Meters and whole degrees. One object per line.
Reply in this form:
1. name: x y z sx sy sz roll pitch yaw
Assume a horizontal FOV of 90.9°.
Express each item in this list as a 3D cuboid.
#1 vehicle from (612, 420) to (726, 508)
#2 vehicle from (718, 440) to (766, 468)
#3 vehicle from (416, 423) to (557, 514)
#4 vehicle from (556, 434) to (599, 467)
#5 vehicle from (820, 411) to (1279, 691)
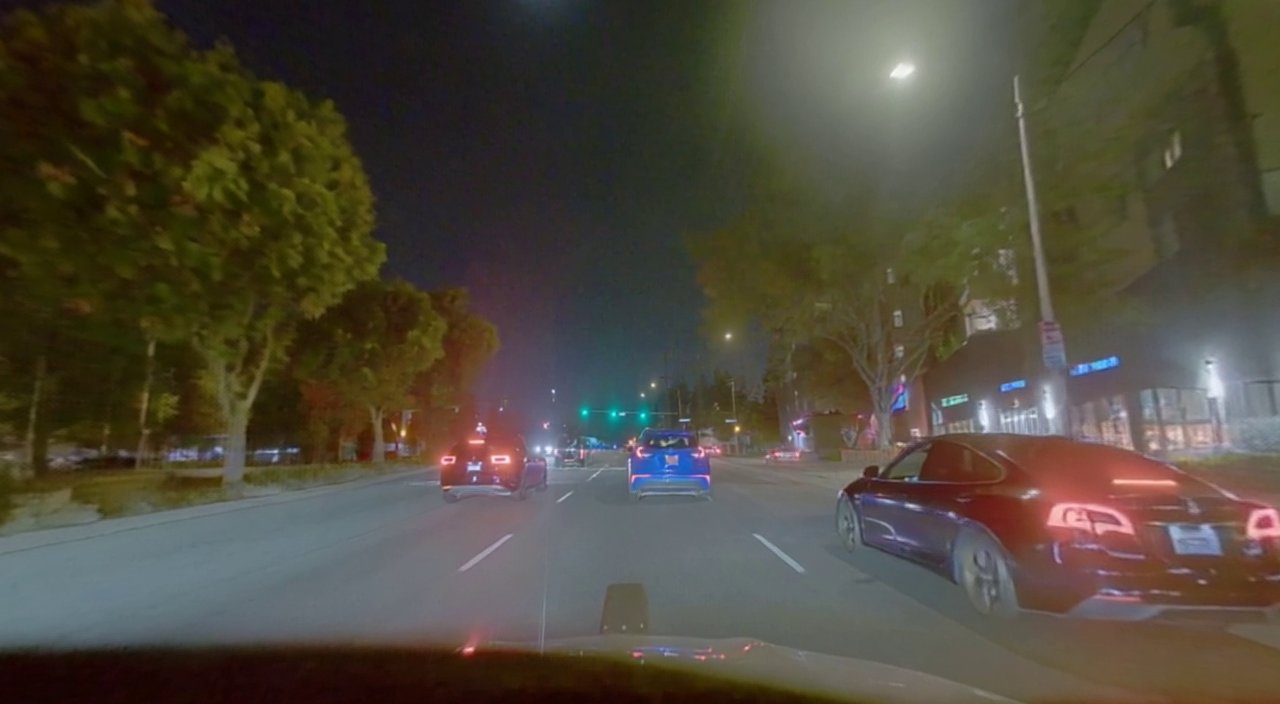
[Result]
1. vehicle: 0.526 2.555 14.846 2.280 1.747 4.361 0 -8 -1
2. vehicle: 5.752 5.823 36.118 2.010 1.486 4.498 0 -8 0
3. vehicle: -3.186 2.532 14.213 2.043 1.687 4.676 0 -8 0
4. vehicle: -3.460 5.545 35.704 2.014 1.755 4.360 0 -8 0
5. vehicle: 3.399 1.410 5.777 2.017 1.491 4.611 0 -8 -2
